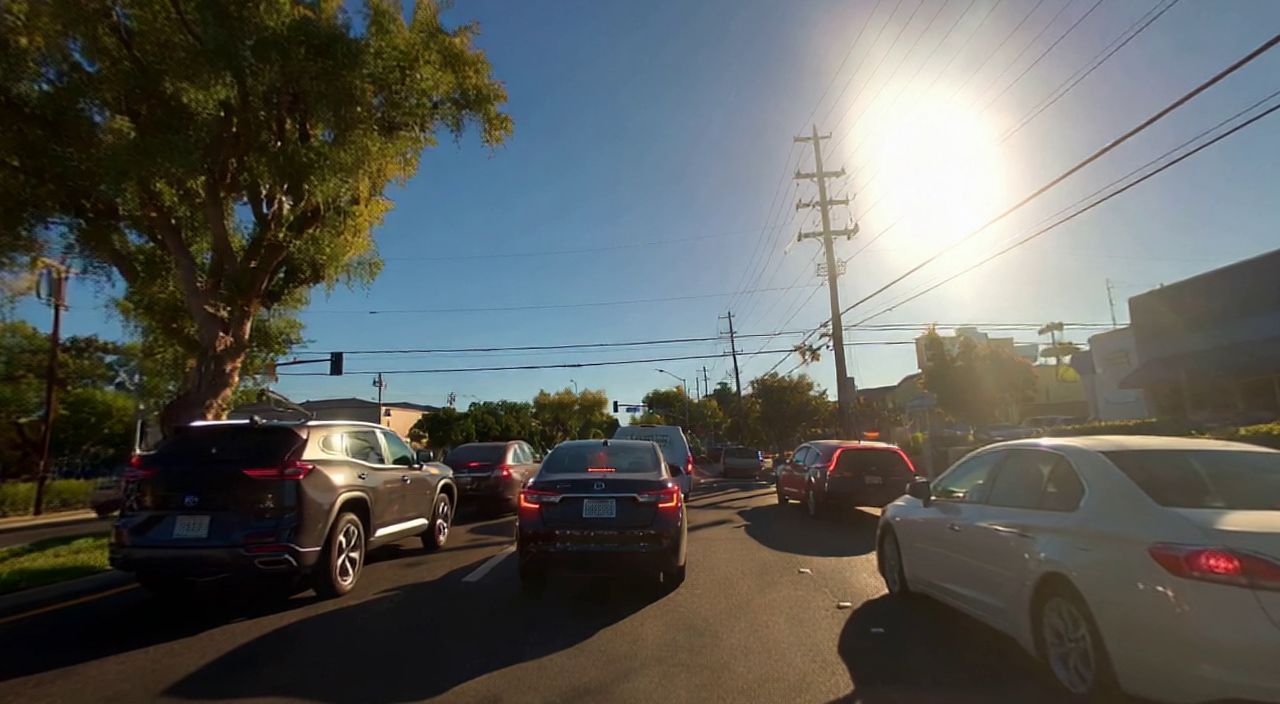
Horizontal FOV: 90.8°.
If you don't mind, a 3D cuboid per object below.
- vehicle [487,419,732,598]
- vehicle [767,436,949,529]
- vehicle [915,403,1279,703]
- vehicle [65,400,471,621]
[{"bbox_3d":[-0.322,1.632,7.396,2.097,1.511,3.809,0,-9,-2],"label":"vehicle"},{"bbox_3d":[3.923,2.416,12.317,1.909,1.473,4.361,0,-9,-1],"label":"vehicle"},{"bbox_3d":[3.652,1.134,3.777,1.929,1.479,4.723,0,-9,1],"label":"vehicle"},{"bbox_3d":[-3.450,1.540,7.082,1.979,1.697,4.254,0,-9,-1],"label":"vehicle"}]
